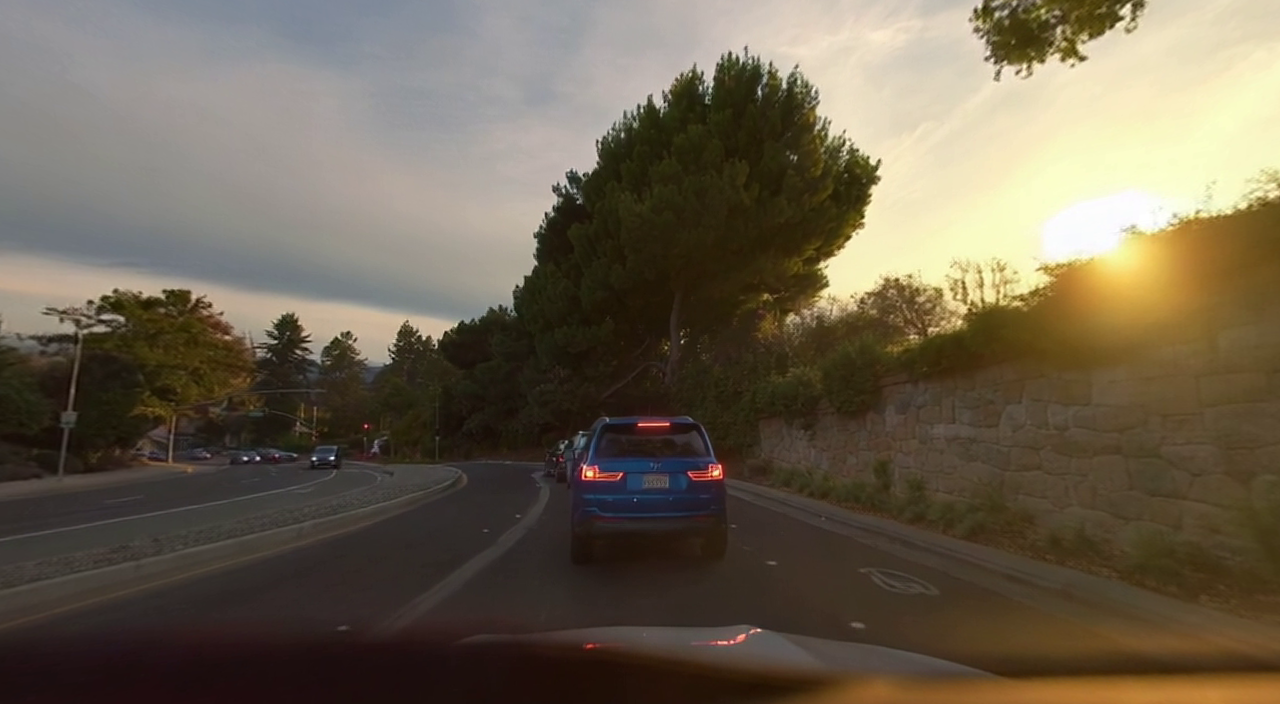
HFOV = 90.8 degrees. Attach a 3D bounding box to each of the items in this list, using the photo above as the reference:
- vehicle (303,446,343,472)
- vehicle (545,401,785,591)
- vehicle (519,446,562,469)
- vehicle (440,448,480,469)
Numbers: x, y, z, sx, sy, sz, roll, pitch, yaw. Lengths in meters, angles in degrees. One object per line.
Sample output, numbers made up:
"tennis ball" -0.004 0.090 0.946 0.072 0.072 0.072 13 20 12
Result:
"vehicle" -22.383 7.509 44.568 2.317 1.695 4.538 4 -9 -27
"vehicle" 0.067 1.669 8.205 2.287 1.762 4.269 1 -8 -5
"vehicle" -6.957 7.253 43.878 1.932 1.488 4.578 3 -9 -21
"vehicle" -13.421 7.863 46.948 2.023 1.474 4.286 4 -9 -26
